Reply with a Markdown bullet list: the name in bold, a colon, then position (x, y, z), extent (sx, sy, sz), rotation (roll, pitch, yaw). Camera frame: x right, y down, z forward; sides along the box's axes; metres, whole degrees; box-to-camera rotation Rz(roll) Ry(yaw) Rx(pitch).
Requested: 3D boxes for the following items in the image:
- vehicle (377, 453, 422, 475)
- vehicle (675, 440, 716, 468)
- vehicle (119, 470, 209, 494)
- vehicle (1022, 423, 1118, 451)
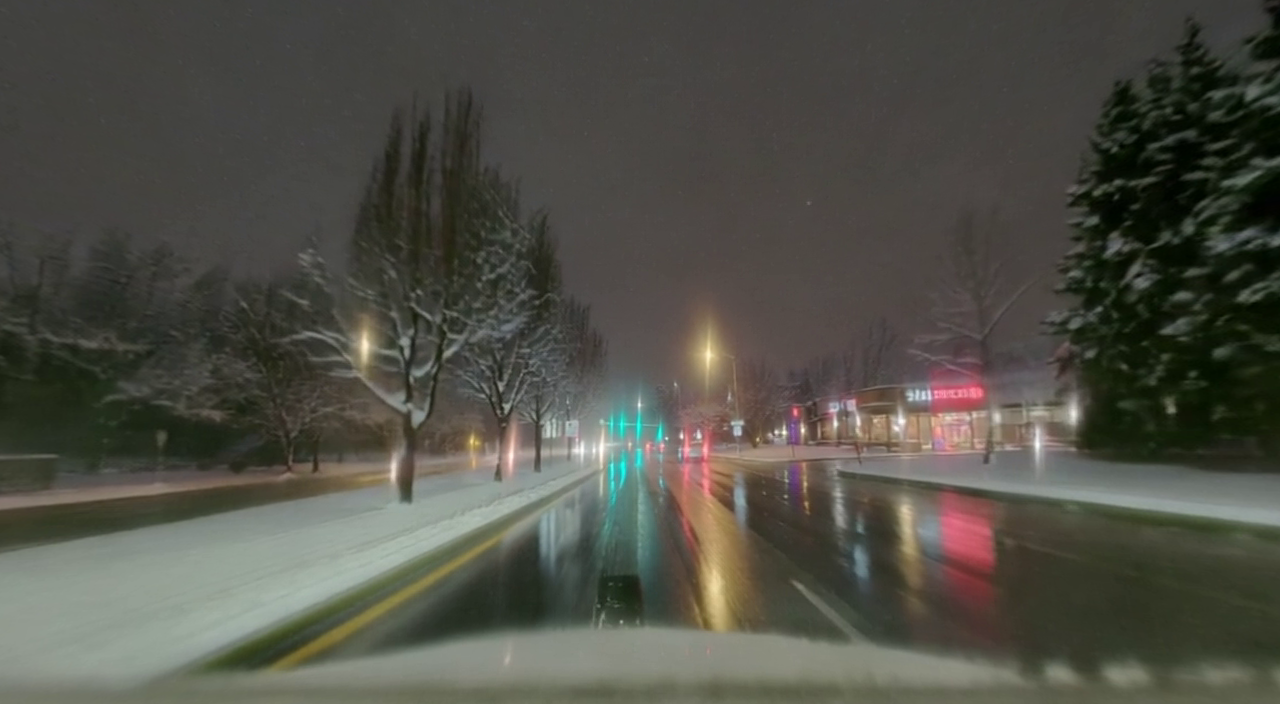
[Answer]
- **vehicle**: position (-18.767, 8.741, 49.438), extent (1.827, 1.546, 4.506), rotation (0, -8, -1)
- **vehicle**: position (3.286, 6.108, 37.934), extent (1.961, 1.580, 4.020), rotation (0, -8, -2)
- **vehicle**: position (-32.003, 8.741, 42.570), extent (4.350, 1.465, 1.922), rotation (1, -8, -7)
- **vehicle**: position (30.949, 6.116, 45.527), extent (5.373, 1.958, 2.152), rotation (0, -8, -3)
